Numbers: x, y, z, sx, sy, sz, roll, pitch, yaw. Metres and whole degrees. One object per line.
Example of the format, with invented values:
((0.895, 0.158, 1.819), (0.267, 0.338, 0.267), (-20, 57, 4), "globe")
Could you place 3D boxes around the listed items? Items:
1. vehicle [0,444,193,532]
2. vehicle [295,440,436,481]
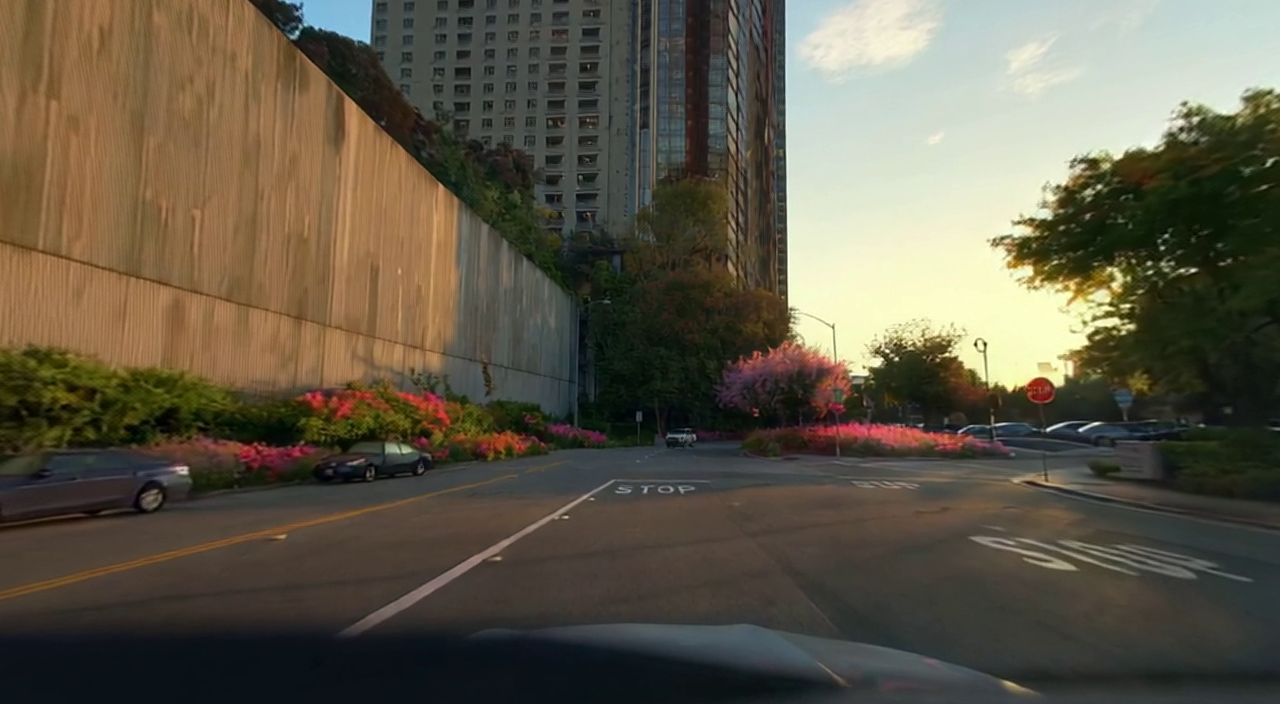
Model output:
((-11.166, 2.420, 11.515), (4.421, 1.446, 2.053), (3, -9, -20), "vehicle")
((-10.582, 4.152, 24.404), (4.694, 1.447, 2.137), (5, -10, -29), "vehicle")
